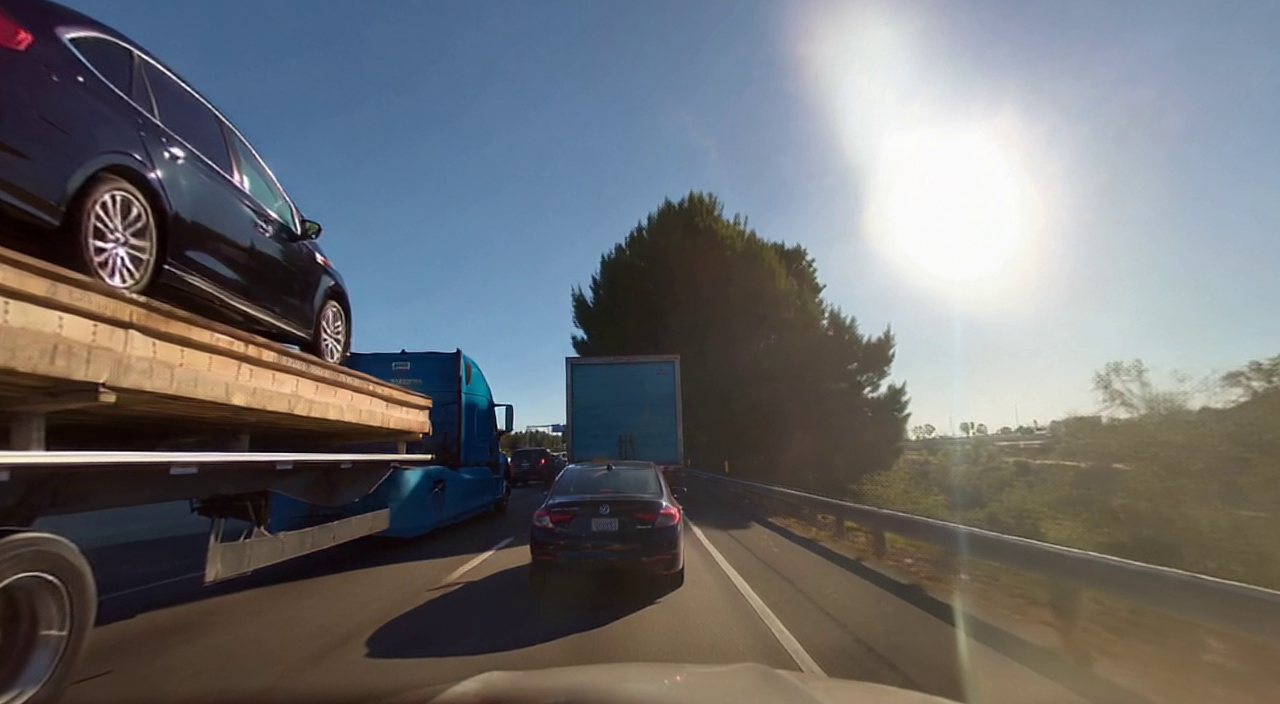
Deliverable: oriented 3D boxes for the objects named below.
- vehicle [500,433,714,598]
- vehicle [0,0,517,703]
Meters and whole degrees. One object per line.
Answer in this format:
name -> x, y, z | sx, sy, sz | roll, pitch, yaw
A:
vehicle -> -0.328, 1.793, 7.657 | 1.991, 1.507, 3.391 | 0, -9, -1
vehicle -> -4.631, 0.748, 9.307 | 2.836, 4.059, 14.286 | 0, -9, 0
